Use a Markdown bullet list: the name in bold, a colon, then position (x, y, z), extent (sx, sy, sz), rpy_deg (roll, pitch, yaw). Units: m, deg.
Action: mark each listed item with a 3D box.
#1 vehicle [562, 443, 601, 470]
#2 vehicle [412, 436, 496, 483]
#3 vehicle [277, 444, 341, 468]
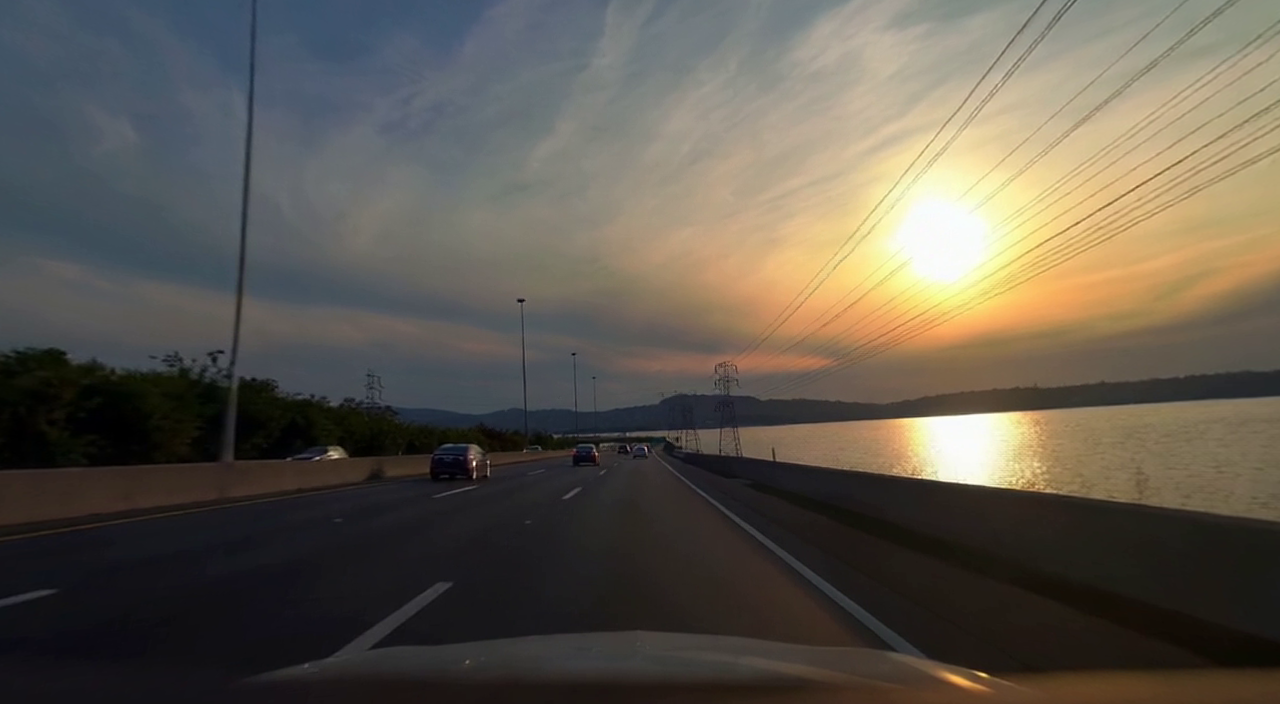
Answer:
- **vehicle**: position (-3.505, 6.359, 38.609), extent (1.957, 1.494, 4.207), rpy_deg (0, -8, 1)
- **vehicle**: position (-7.454, 4.330, 25.790), extent (2.050, 1.717, 4.418), rpy_deg (0, -8, 0)
- **vehicle**: position (-22.634, 7.141, 43.404), extent (1.932, 1.530, 4.473), rpy_deg (0, -8, 0)
